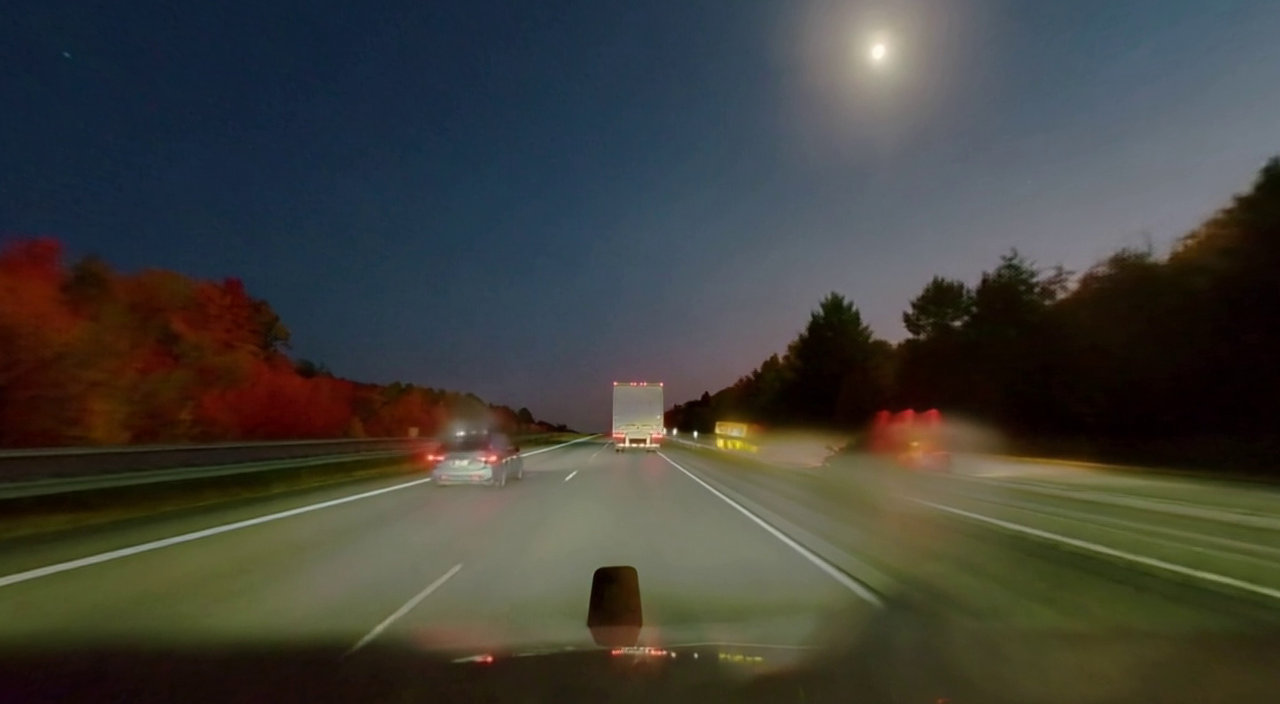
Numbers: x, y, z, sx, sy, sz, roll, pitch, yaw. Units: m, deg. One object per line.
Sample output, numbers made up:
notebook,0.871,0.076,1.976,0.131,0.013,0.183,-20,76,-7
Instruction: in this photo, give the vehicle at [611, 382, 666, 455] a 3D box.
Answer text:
vehicle,-0.287,4.393,40.219,3.013,4.016,11.496,0,-8,-2

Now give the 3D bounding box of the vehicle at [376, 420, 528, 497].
vehicle,-4.080,2.388,14.541,2.217,1.495,4.245,0,-8,0
